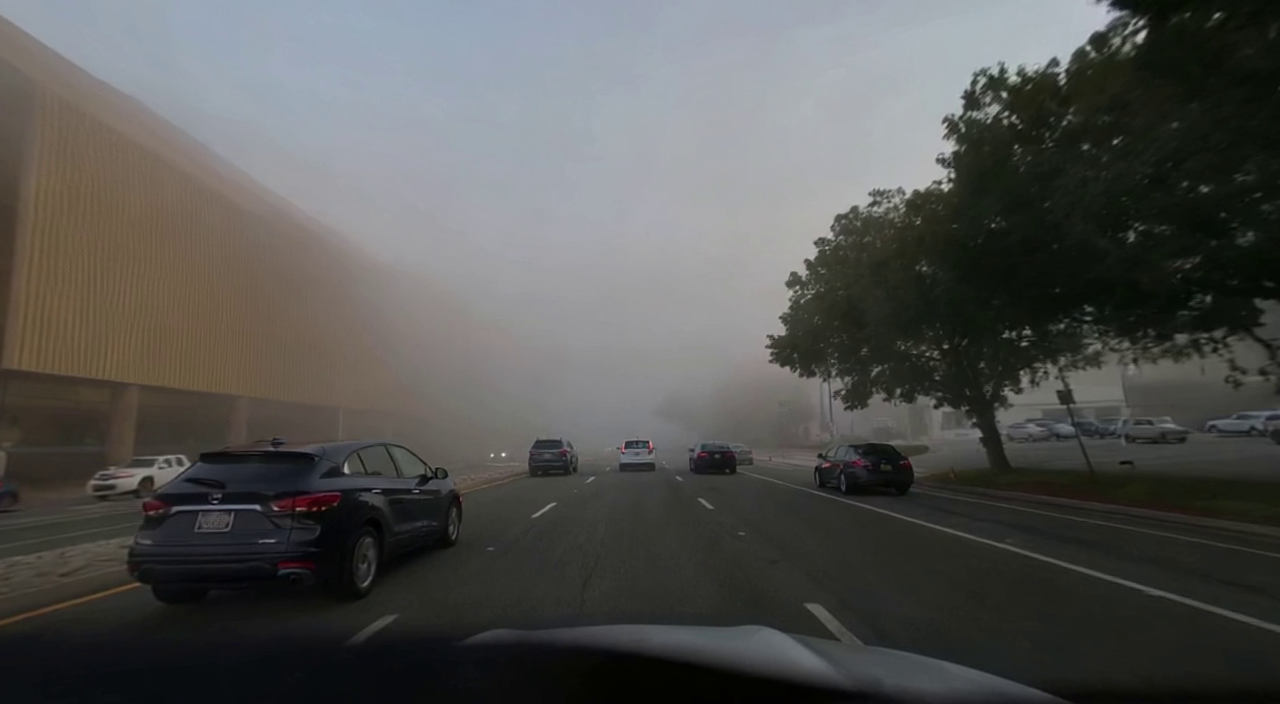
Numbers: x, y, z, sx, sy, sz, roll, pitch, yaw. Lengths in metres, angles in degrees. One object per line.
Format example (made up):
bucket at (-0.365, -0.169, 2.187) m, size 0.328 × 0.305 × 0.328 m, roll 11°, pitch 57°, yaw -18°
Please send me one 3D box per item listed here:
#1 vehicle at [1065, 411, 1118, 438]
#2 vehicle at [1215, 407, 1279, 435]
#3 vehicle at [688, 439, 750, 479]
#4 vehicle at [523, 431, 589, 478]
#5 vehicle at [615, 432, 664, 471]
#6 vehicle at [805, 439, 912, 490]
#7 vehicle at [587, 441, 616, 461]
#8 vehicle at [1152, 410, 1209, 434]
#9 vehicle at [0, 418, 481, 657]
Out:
vehicle at (31.100, 5.072, 43.534) m, size 1.993 × 1.708 × 4.464 m, roll -4°, pitch -9°, yaw 23°
vehicle at (36.607, 4.205, 37.782) m, size 1.864 × 1.492 × 4.145 m, roll -4°, pitch -9°, yaw 25°
vehicle at (3.076, 4.259, 25.381) m, size 1.884 × 1.458 × 4.245 m, roll 0°, pitch -8°, yaw -1°
vehicle at (-3.431, 4.307, 26.617) m, size 2.117 × 1.799 × 4.442 m, roll -1°, pitch -9°, yaw 1°
vehicle at (-0.039, 5.062, 32.097) m, size 2.304 × 1.795 × 4.526 m, roll 0°, pitch -9°, yaw 0°
vehicle at (6.939, 3.606, 20.613) m, size 1.865 × 1.458 × 4.605 m, roll 0°, pitch -9°, yaw 0°
vehicle at (-2.947, 7.705, 49.108) m, size 1.900 × 1.454 × 4.086 m, roll -1°, pitch -9°, yaw 1°
vehicle at (37.131, 4.854, 43.437) m, size 1.854 × 1.471 × 4.595 m, roll -5°, pitch -10°, yaw 27°
vehicle at (-3.224, 1.508, 6.250) m, size 2.095 × 1.486 × 4.411 m, roll -1°, pitch -9°, yaw 1°
